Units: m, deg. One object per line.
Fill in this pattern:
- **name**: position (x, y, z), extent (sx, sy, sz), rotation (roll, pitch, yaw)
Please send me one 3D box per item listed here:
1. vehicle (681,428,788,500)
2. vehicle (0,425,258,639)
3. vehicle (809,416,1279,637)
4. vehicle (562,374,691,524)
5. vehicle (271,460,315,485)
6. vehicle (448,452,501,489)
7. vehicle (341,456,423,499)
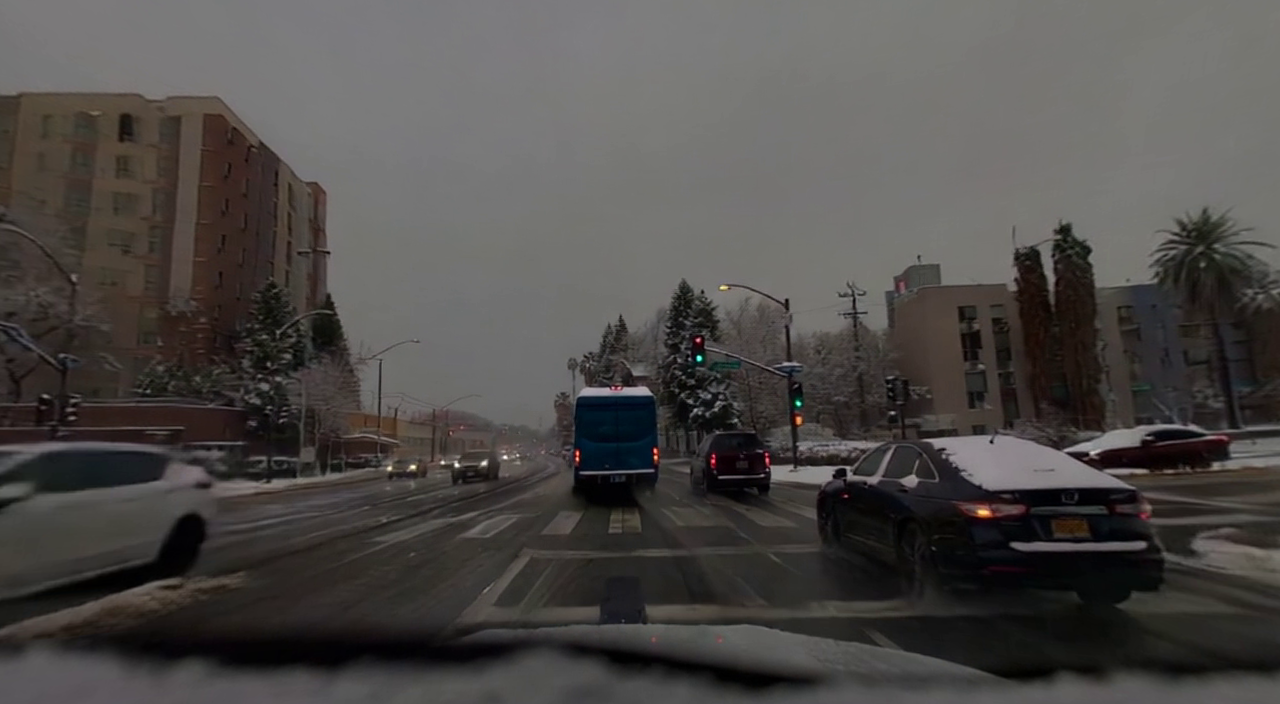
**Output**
- **vehicle**: position (2.805, 3.510, 20.166), extent (2.157, 1.944, 5.423), rotation (1, -9, -5)
- **vehicle**: position (-5.612, 1.480, 5.650), extent (1.878, 1.540, 3.939), rotation (0, -9, -1)
- **vehicle**: position (3.481, 1.552, 6.720), extent (1.978, 1.507, 4.636), rotation (0, -9, -1)
- **vehicle**: position (-0.542, 2.353, 15.517), extent (2.517, 2.926, 6.177), rotation (1, -9, -5)
- **vehicle**: position (-26.671, 9.244, 48.375), extent (1.974, 1.597, 4.606), rotation (1, -9, -17)
- **vehicle**: position (-7.802, 5.589, 29.975), extent (1.810, 1.546, 3.981), rotation (1, -9, -6)
- **vehicle**: position (-10.611, 5.133, 26.154), extent (1.983, 1.543, 4.188), rotation (1, -9, -6)
